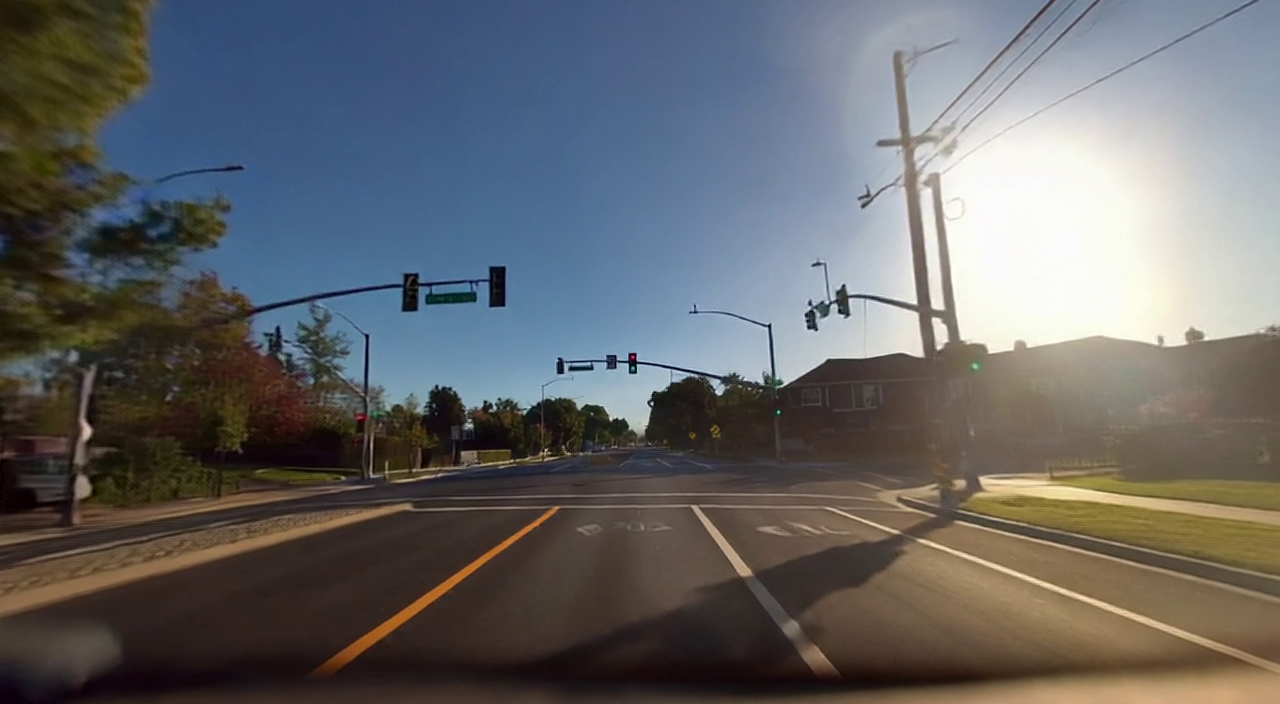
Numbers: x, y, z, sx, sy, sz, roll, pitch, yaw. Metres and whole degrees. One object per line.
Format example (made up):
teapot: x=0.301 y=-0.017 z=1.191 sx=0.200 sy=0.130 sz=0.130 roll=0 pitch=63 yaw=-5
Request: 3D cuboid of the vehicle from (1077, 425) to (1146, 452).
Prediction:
vehicle: x=31.250 y=5.772 z=41.909 sx=1.928 sy=1.622 sz=3.895 roll=-2 pitch=-9 yaw=7

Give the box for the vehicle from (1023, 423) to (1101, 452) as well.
vehicle: x=28.641 y=5.886 z=42.959 sx=2.041 sy=1.826 sz=4.925 roll=-1 pitch=-9 yaw=3
